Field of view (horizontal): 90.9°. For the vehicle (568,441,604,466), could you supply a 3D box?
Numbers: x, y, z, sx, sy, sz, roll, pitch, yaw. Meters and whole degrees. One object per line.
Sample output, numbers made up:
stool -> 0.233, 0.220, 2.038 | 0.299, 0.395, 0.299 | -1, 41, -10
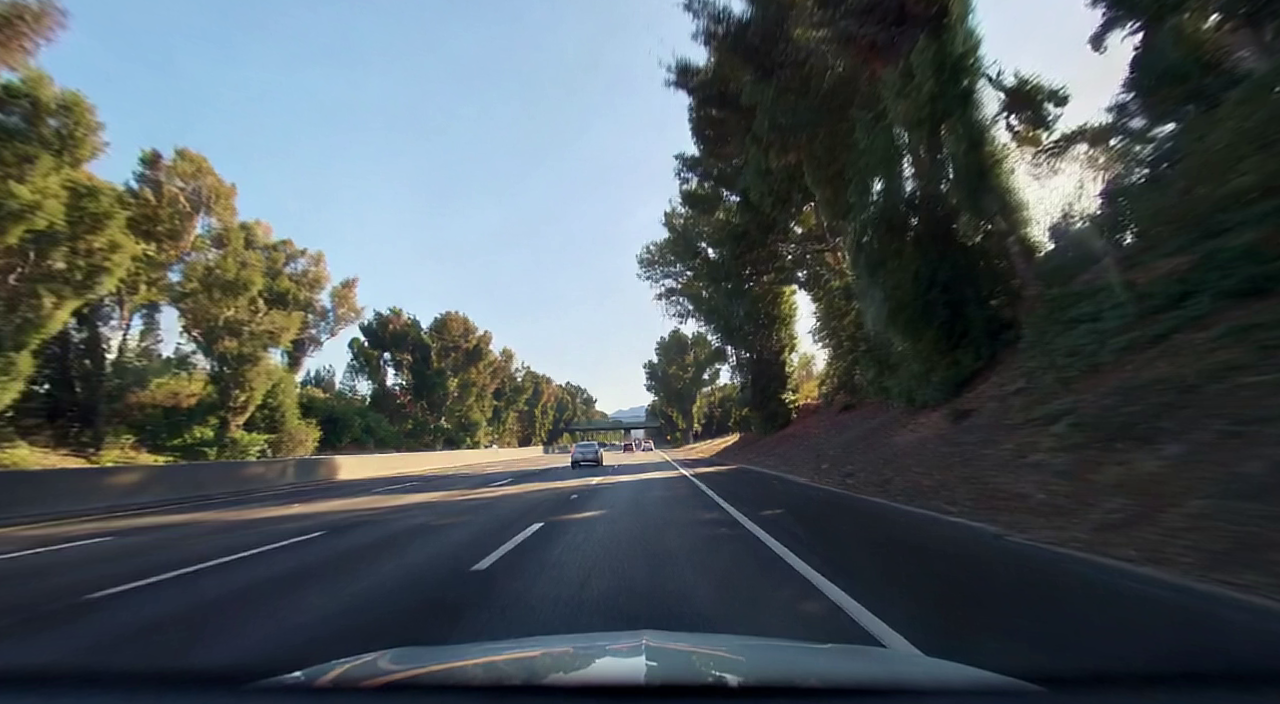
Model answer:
vehicle -> -3.547, 6.712, 41.890 | 1.993, 1.589, 3.898 | 0, -8, 1
